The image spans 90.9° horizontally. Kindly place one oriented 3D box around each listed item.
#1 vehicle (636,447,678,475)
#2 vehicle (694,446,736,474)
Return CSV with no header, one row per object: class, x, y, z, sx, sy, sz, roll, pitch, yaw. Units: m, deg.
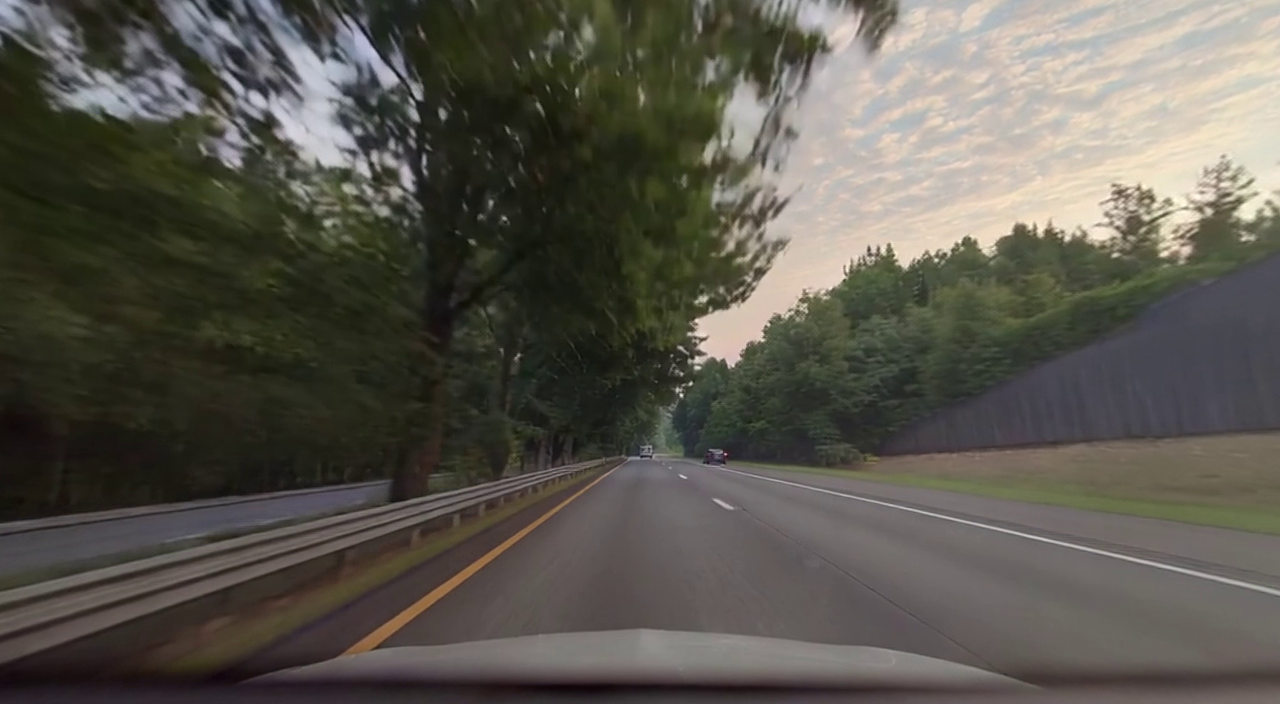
vehicle,0.909,6.104,35.425,2.162,1.492,3.975,0,-9,-1
vehicle,4.207,6.148,35.886,1.846,1.485,3.679,0,-9,-2
